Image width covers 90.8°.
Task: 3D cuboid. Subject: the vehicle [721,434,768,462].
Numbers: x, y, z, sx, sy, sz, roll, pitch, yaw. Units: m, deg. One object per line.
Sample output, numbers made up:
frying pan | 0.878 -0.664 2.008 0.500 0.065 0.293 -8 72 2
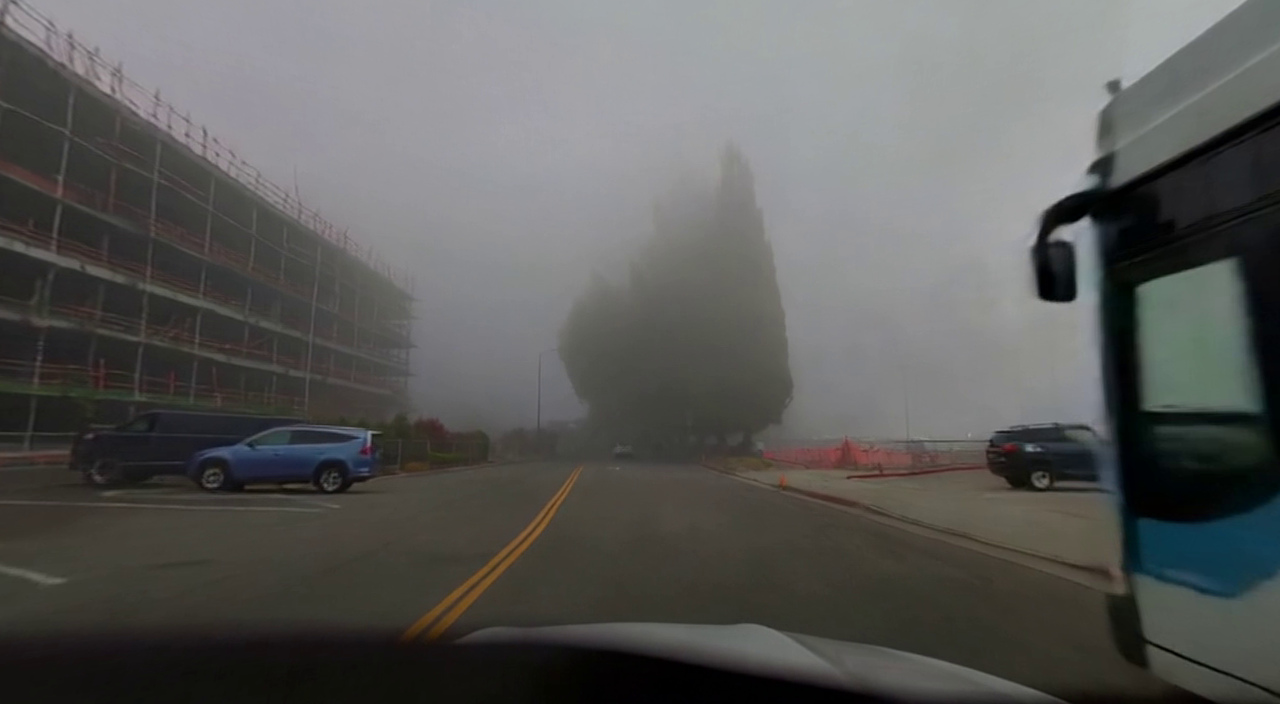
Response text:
vehicle | 7.689 7.185 47.244 2.267 1.911 5.816 0 -8 -3

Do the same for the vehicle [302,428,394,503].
vehicle | -8.701 3.346 19.039 1.515 2.074 2.668 0 -7 -2

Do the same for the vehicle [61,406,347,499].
vehicle | -14.105 3.352 21.162 7.067 2.785 2.980 2 -9 -10
